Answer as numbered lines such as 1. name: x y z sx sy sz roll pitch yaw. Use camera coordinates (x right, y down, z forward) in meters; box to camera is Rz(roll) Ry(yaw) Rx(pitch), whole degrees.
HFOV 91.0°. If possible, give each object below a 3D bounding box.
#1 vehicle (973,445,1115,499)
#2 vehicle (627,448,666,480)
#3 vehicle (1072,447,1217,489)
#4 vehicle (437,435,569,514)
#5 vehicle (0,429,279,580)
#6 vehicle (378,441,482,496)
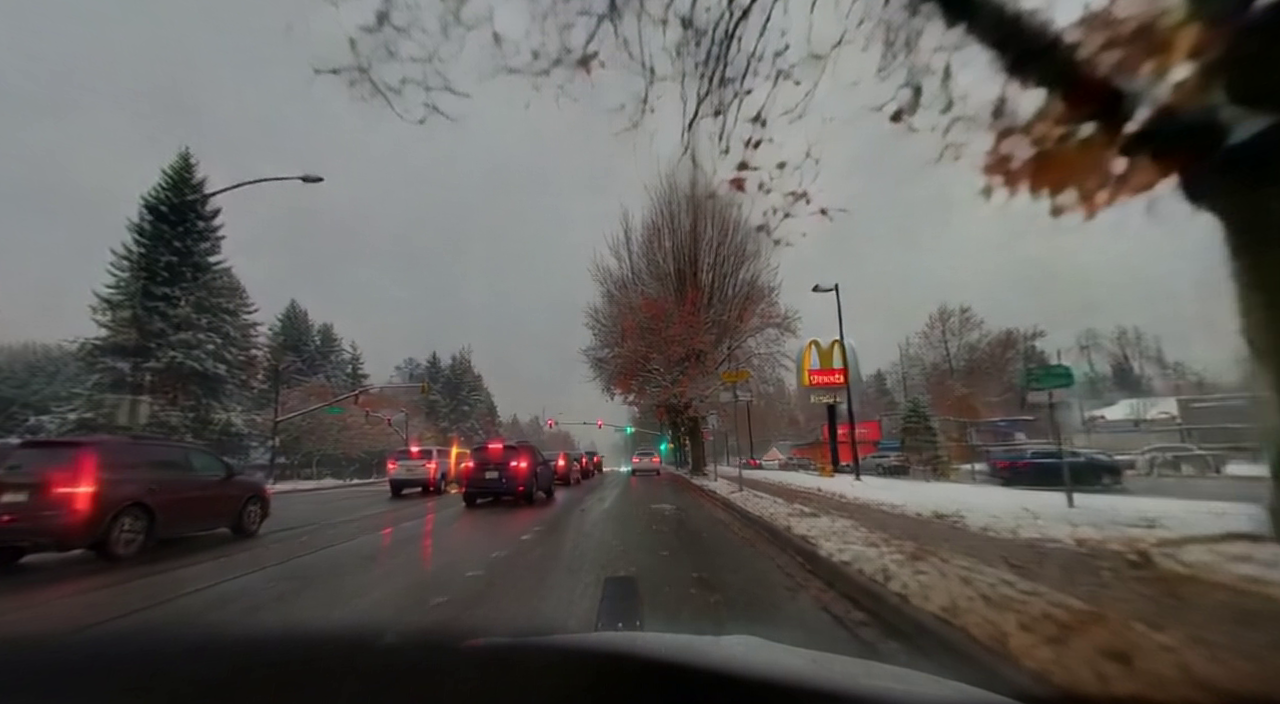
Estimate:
1. vehicle: 14.159 4.199 22.463 1.963 1.703 4.447 1 -9 -3
2. vehicle: 0.389 6.394 36.314 2.144 1.704 4.028 0 -9 1
3. vehicle: 19.791 4.541 25.039 1.938 1.490 4.750 0 -9 2
4. vehicle: -3.187 2.983 15.792 2.165 1.663 4.513 0 -9 1
5. vehicle: -7.406 1.965 8.950 1.932 1.596 4.247 0 -9 1
6. vehicle: -7.295 4.086 22.482 2.069 1.719 4.441 0 -9 1
